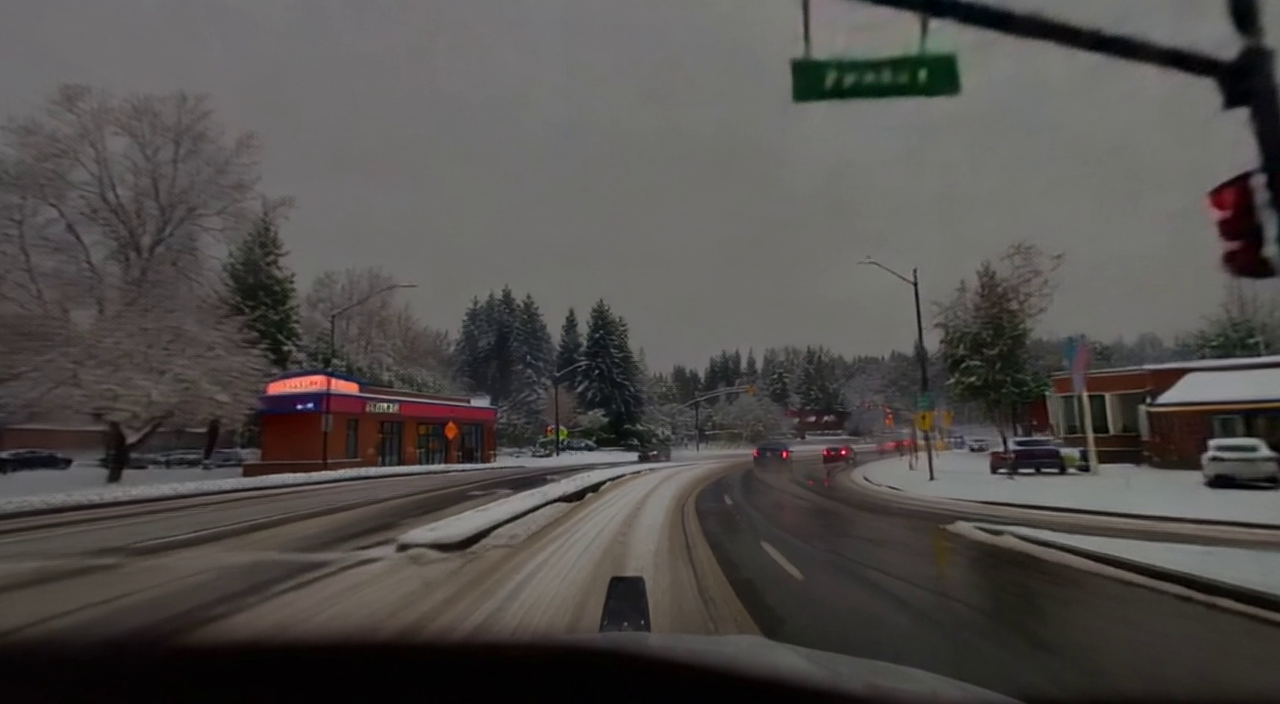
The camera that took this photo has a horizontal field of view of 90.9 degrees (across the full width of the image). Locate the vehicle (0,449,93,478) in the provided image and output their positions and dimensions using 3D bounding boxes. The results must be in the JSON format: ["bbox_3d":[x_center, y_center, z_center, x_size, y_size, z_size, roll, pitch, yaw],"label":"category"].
[{"bbox_3d":[-37.835,7.021,40.035,2.143,1.624,4.728,2,-8,-5],"label":"vehicle"}]

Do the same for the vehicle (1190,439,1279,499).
[{"bbox_3d":[18.498,3.403,18.658,4.135,1.580,1.908,5,-10,-29],"label":"vehicle"}]

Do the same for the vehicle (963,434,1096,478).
[{"bbox_3d":[17.467,4.670,28.561,4.557,1.825,2.350,-2,-9,14],"label":"vehicle"}]

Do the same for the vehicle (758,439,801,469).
[{"bbox_3d":[8.628,6.220,38.696,2.311,1.715,4.287,-2,-9,16],"label":"vehicle"}]

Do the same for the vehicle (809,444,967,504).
[{"bbox_3d":[6.862,3.380,18.067,1.938,1.466,4.434,2,-9,-14],"label":"vehicle"}]
